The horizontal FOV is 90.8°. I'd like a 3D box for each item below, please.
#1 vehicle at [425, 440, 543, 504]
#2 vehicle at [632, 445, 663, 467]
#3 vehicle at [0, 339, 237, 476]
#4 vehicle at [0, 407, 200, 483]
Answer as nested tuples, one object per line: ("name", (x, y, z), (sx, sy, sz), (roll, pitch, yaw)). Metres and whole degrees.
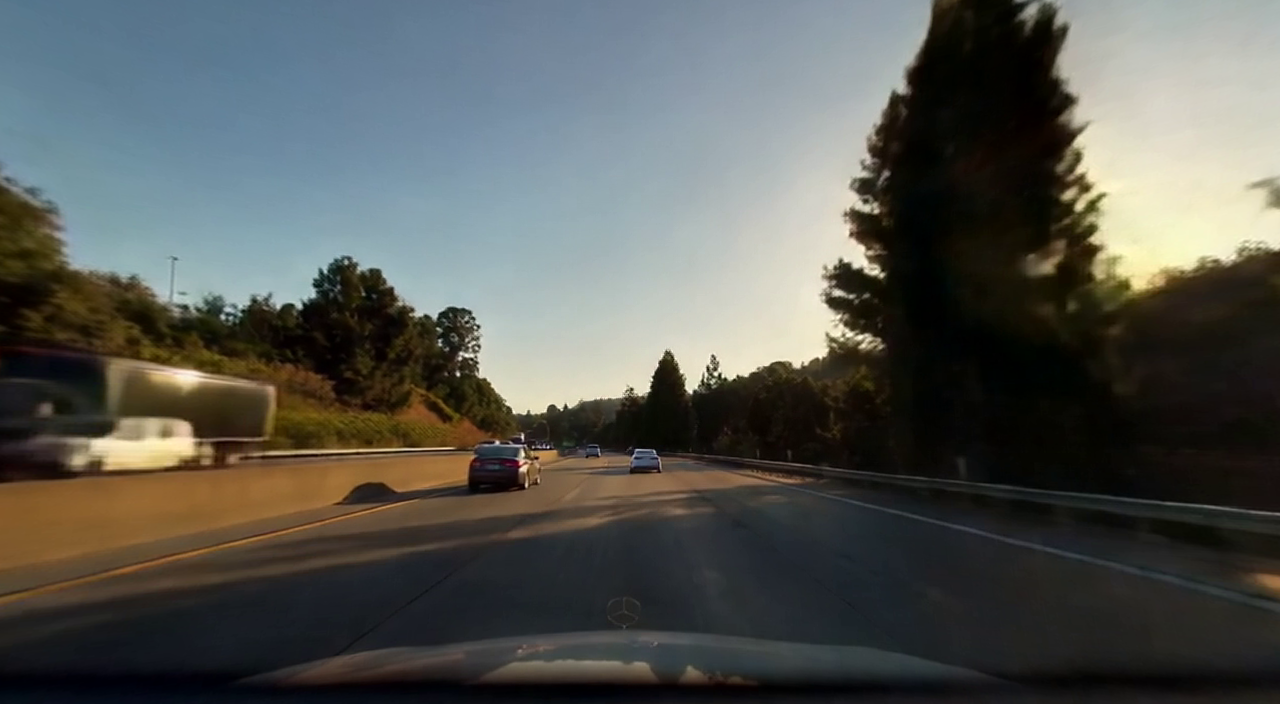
("vehicle", (-4.041, 3.184, 17.240), (2.054, 1.500, 4.469), (0, -9, 0))
("vehicle", (0.505, 7.375, 44.856), (2.008, 1.499, 3.192), (0, -9, -2))
("vehicle", (-16.759, 1.959, 19.861), (2.847, 3.475, 7.687), (0, -9, 1))
("vehicle", (-12.833, 2.200, 14.889), (1.919, 1.534, 4.101), (0, -9, 0))
